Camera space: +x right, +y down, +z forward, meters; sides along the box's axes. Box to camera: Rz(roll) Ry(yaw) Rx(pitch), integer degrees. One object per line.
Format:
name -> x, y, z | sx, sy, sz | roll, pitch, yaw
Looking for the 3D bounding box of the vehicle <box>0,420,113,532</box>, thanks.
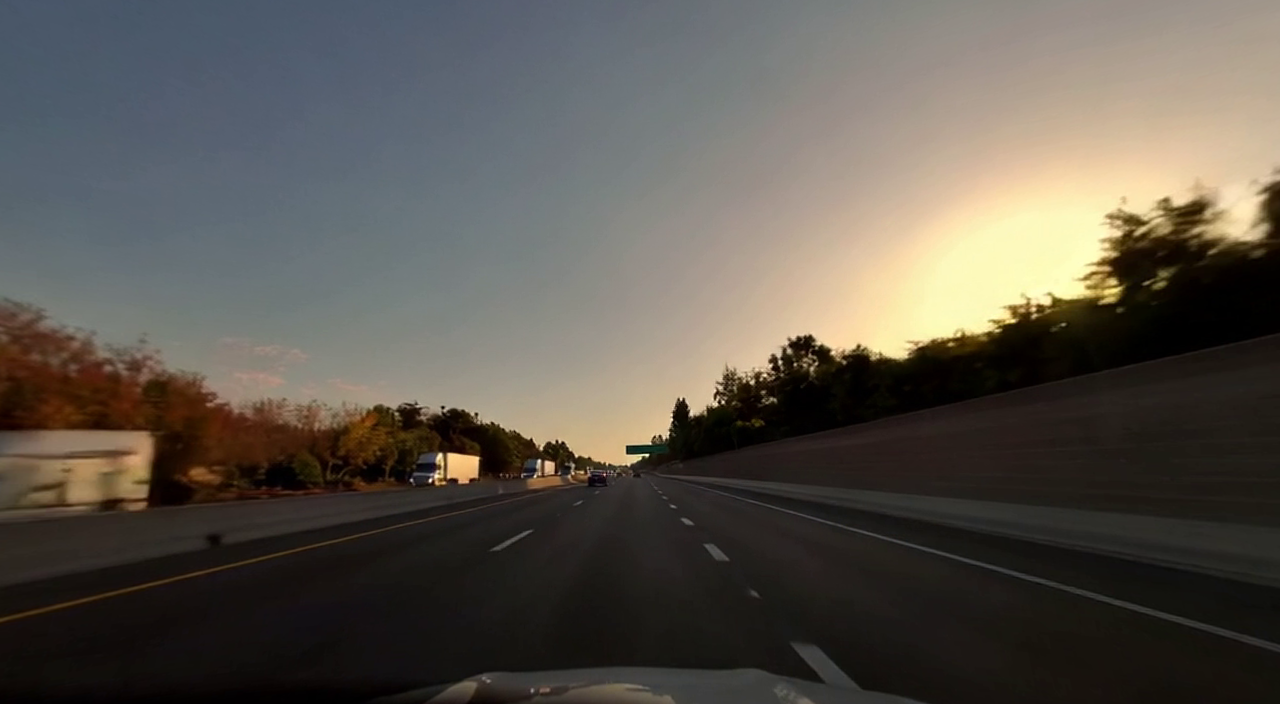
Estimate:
vehicle -> -17.120, 3.040, 15.447 | 2.485, 2.734, 6.652 | 1, -11, 0
